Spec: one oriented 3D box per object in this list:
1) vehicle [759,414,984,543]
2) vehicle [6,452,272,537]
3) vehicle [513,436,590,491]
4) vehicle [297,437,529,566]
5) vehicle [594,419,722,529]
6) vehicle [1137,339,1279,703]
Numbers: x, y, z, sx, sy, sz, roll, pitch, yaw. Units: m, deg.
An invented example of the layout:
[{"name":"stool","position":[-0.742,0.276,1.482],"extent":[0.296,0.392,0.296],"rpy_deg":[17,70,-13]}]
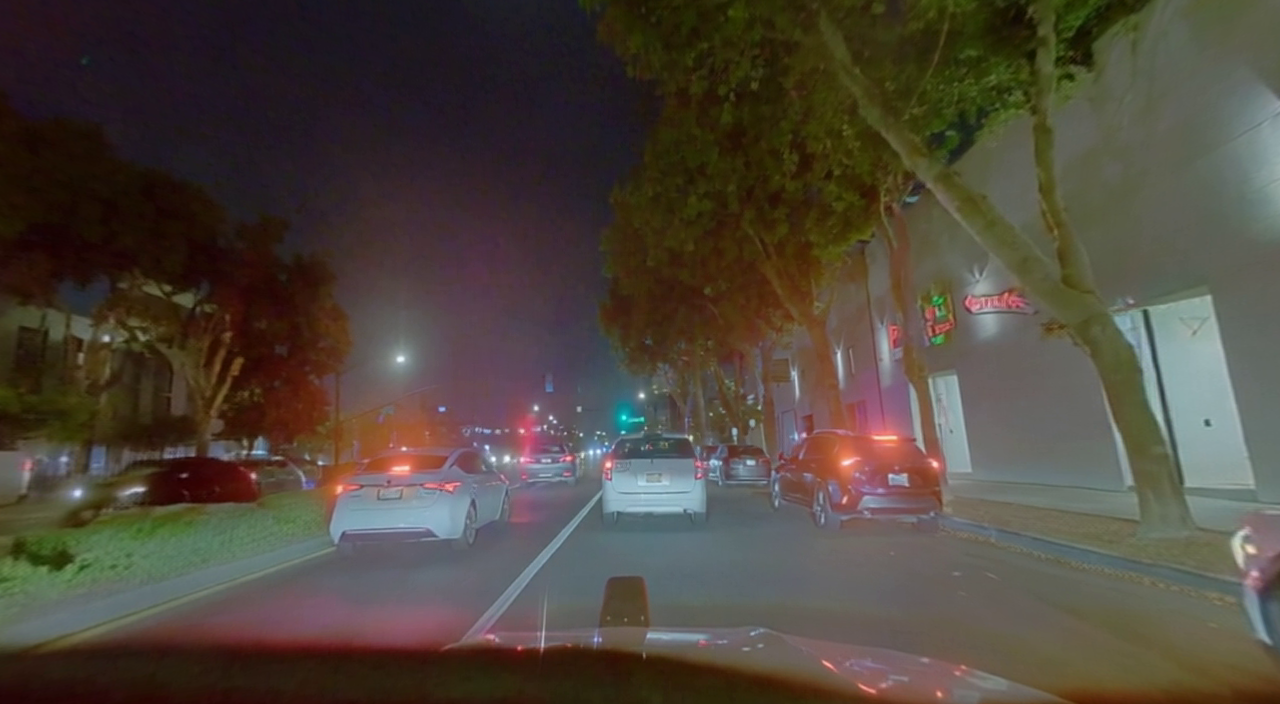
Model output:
[{"name":"vehicle","position":[4.015,2.332,12.356],"extent":[2.038,1.865,5.786],"rpy_deg":[2,-9,-2]},{"name":"vehicle","position":[-10.667,3.012,14.049],"extent":[2.041,1.500,4.684],"rpy_deg":[-1,-9,0]},{"name":"vehicle","position":[-3.134,4.048,23.251],"extent":[2.135,1.806,4.514],"rpy_deg":[0,-9,0]},{"name":"vehicle","position":[-3.022,2.067,9.519],"extent":[1.908,1.474,4.257],"rpy_deg":[0,-9,0]},{"name":"vehicle","position":[0.280,2.290,12.294],"extent":[2.075,1.770,4.018],"rpy_deg":[0,-9,0]},{"name":"vehicle","position":[4.060,0.601,1.193],"extent":[1.987,1.877,5.330],"rpy_deg":[0,-9,2]}]
